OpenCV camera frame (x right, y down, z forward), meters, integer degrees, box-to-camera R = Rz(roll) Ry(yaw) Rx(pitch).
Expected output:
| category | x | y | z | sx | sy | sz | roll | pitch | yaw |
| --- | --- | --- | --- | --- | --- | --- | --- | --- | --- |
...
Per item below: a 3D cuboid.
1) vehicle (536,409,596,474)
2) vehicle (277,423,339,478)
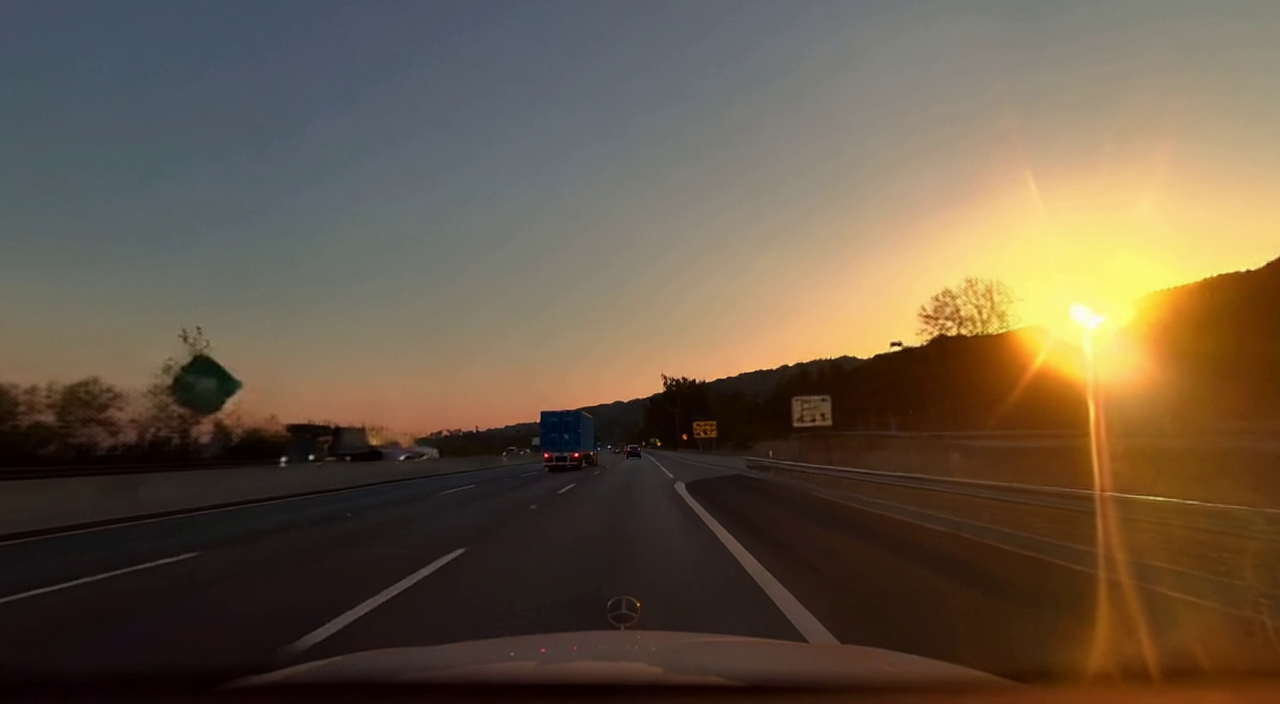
| category | x | y | z | sx | sy | sz | roll | pitch | yaw |
| --- | --- | --- | --- | --- | --- | --- | --- | --- | --- |
| vehicle | -4.258 | 5.398 | 37.660 | 2.707 | 3.461 | 7.191 | 0 | -9 | 0 |
| vehicle | -24.481 | 7.262 | 46.673 | 2.906 | 3.916 | 2.637 | 0 | -9 | -1 |
